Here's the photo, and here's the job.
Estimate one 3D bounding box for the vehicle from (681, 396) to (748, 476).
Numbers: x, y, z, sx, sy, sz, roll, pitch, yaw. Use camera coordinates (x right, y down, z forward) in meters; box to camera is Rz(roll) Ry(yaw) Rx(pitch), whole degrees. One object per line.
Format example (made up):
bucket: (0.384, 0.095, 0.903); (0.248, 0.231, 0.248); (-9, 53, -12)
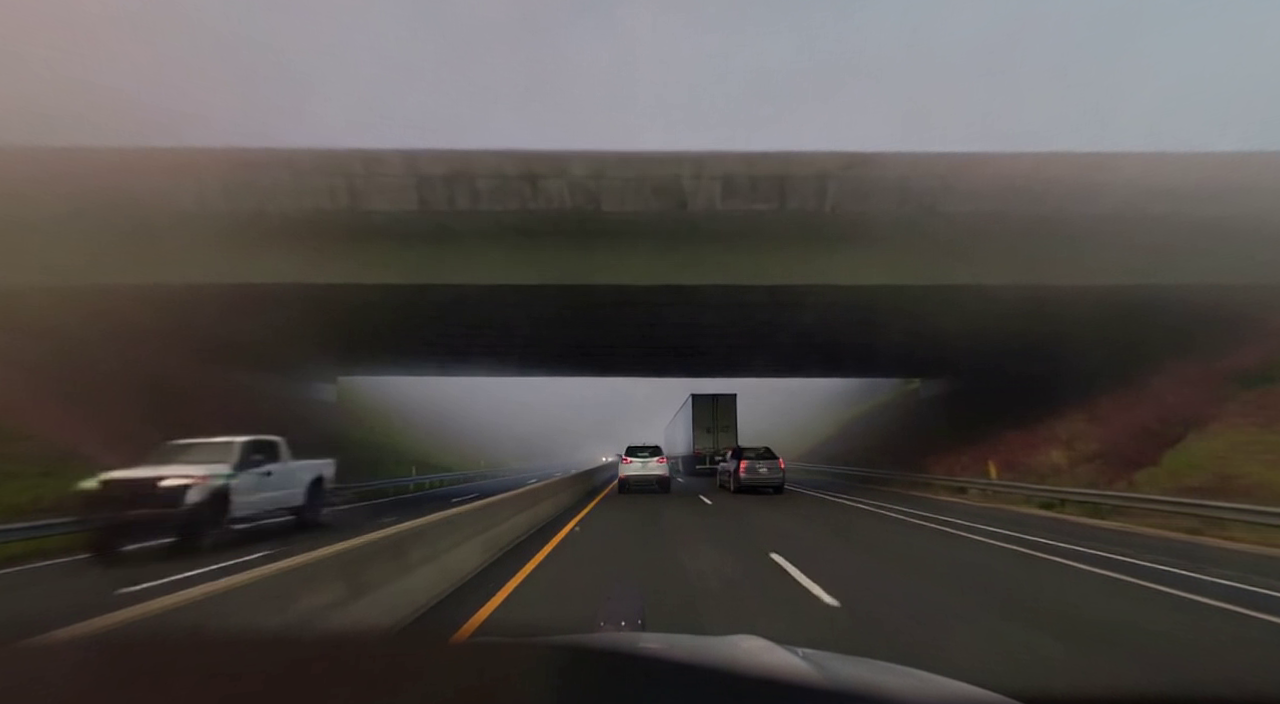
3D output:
vehicle: (3.941, 4.724, 35.085); (2.948, 3.974, 6.480); (-1, -9, 1)

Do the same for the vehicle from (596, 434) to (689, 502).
vehicle: (0.100, 3.158, 17.502); (2.256, 1.615, 4.114); (-1, -9, 1)

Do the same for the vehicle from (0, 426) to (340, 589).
vehicle: (-6.550, 2.098, 9.253); (2.233, 1.685, 4.222); (-4, -9, 0)

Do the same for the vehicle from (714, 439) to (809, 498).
vehicle: (3.423, 3.371, 18.514); (1.972, 1.505, 3.946); (-1, -9, 0)
